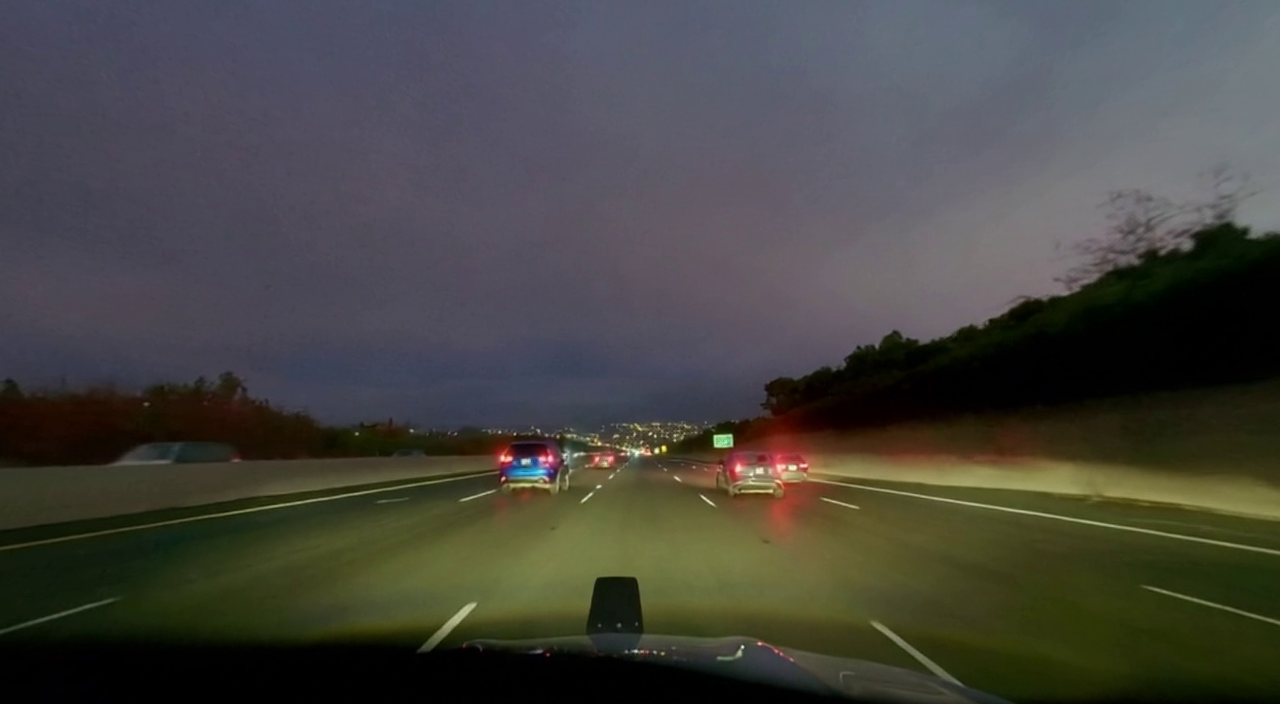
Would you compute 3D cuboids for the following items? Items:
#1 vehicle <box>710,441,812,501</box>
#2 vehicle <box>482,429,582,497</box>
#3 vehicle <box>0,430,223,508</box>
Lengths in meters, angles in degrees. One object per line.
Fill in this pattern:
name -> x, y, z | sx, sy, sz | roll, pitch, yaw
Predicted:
vehicle -> 3.251, 3.293, 17.849 | 1.979, 1.486, 4.125 | 0, -9, -1
vehicle -> -3.041, 3.254, 18.768 | 2.137, 1.756, 4.453 | 0, -9, 1
vehicle -> -12.085, 2.638, 14.566 | 1.941, 1.526, 4.125 | 0, -9, 1
